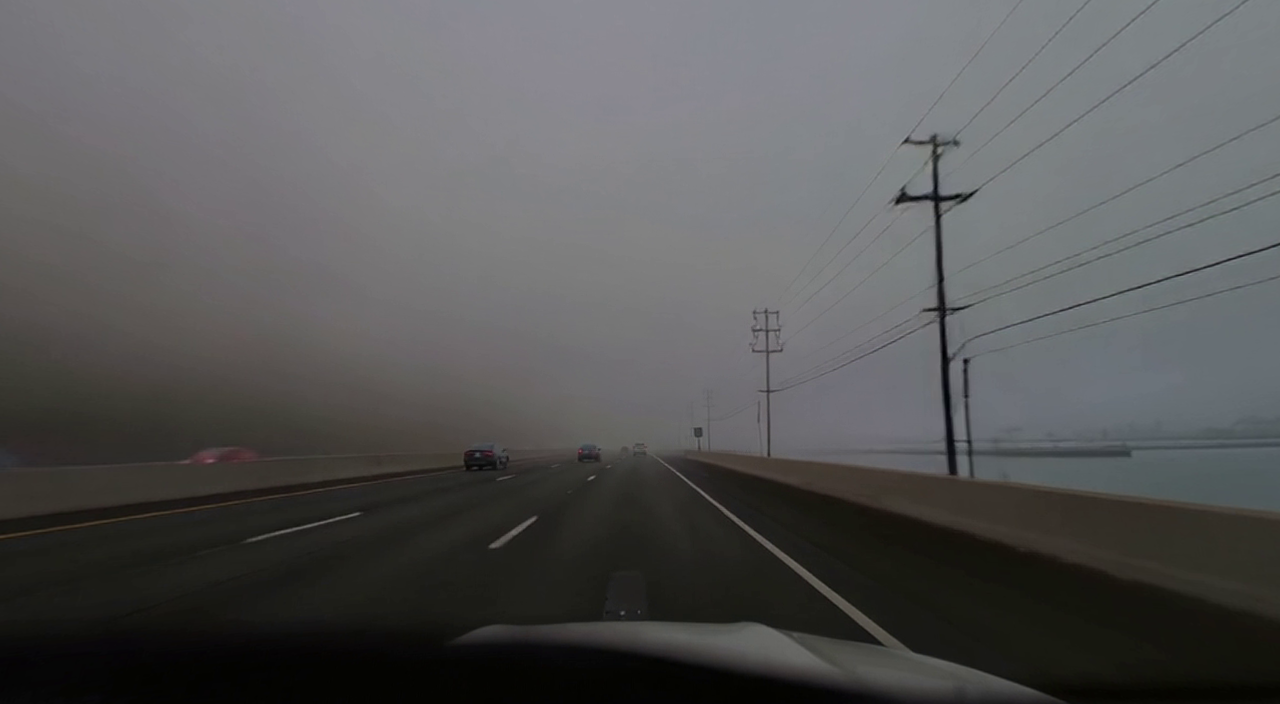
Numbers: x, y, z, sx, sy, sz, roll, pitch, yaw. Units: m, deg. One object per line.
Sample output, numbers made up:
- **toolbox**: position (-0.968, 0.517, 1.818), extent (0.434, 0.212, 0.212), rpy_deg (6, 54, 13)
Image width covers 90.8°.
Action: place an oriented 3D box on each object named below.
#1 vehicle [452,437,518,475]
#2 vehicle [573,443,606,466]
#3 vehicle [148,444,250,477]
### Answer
- **vehicle**: position (-7.491, 5.058, 30.943), extent (2.050, 1.717, 4.418), rpy_deg (0, -8, 1)
- **vehicle**: position (-3.452, 7.084, 43.920), extent (1.957, 1.494, 4.207), rpy_deg (0, -8, 1)
- **vehicle**: position (-22.491, 5.527, 32.451), extent (1.865, 1.520, 4.576), rpy_deg (0, -8, 0)
